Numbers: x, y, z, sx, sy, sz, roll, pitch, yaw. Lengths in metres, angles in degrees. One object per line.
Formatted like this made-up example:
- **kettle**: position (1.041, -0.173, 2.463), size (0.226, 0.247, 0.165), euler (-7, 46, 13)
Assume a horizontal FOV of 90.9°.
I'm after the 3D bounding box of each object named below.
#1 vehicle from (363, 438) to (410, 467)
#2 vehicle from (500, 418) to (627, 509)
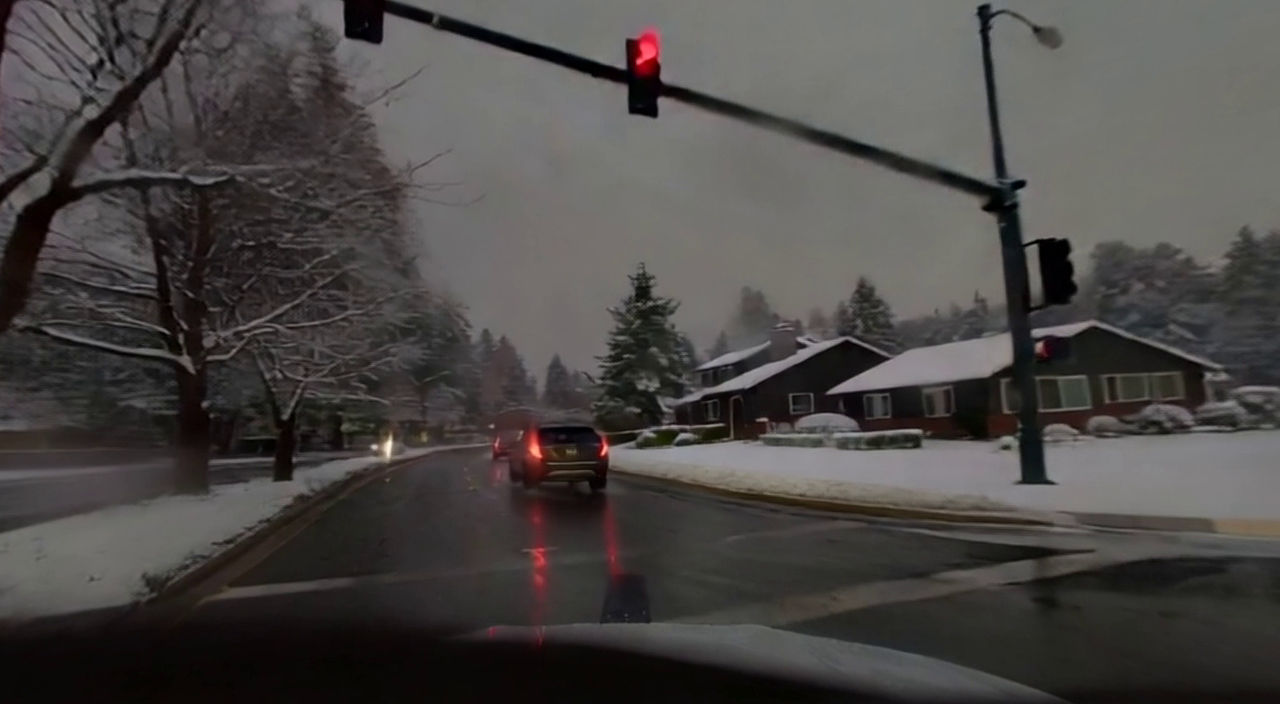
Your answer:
- **vehicle**: position (-16.134, 6.411, 40.295), size (2.063, 1.721, 4.261), euler (2, -8, -12)
- **vehicle**: position (-2.062, 2.662, 15.564), size (2.141, 1.833, 4.704), euler (3, -9, -19)
